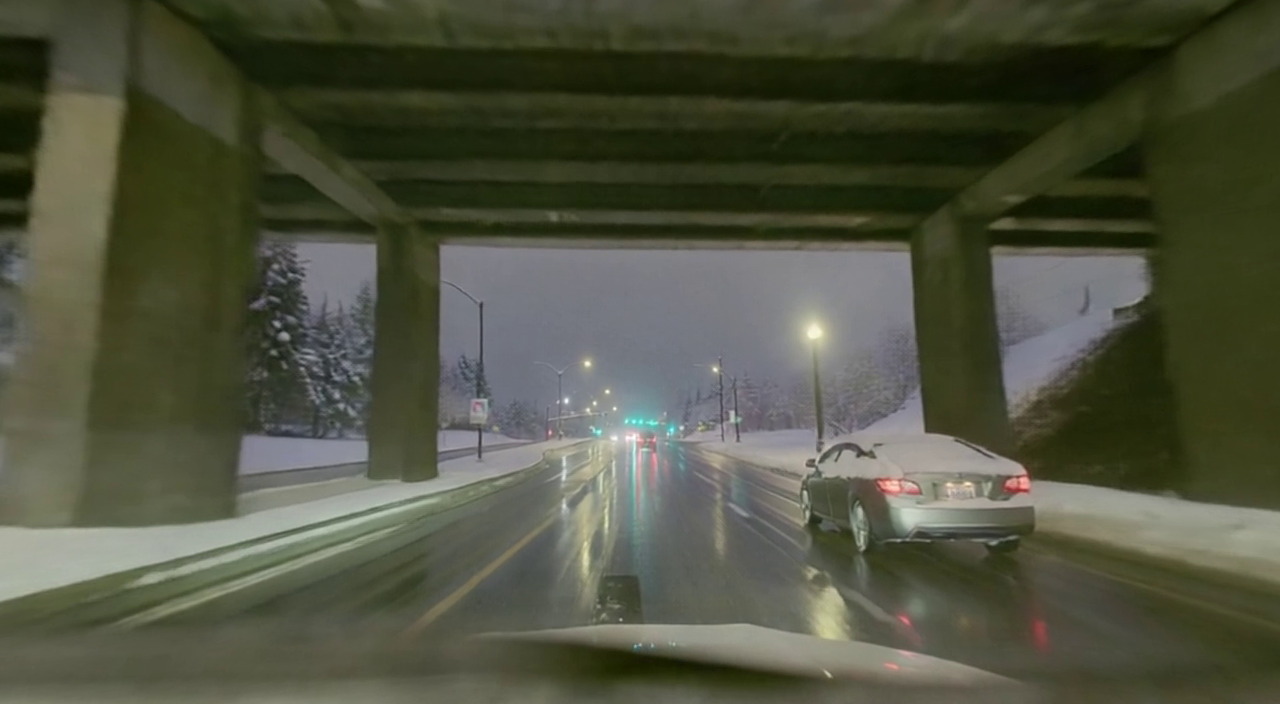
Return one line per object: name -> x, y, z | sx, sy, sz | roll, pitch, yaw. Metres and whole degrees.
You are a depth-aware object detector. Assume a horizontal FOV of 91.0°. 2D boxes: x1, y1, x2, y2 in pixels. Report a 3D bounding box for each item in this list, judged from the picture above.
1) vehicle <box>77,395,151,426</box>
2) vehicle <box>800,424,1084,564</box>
vehicle -> -39.063, 4.448, 46.947 | 2.058, 1.936, 5.826 | 2, -9, -18
vehicle -> 3.939, 1.927, 9.303 | 2.063, 1.542, 4.420 | -1, -9, 1
